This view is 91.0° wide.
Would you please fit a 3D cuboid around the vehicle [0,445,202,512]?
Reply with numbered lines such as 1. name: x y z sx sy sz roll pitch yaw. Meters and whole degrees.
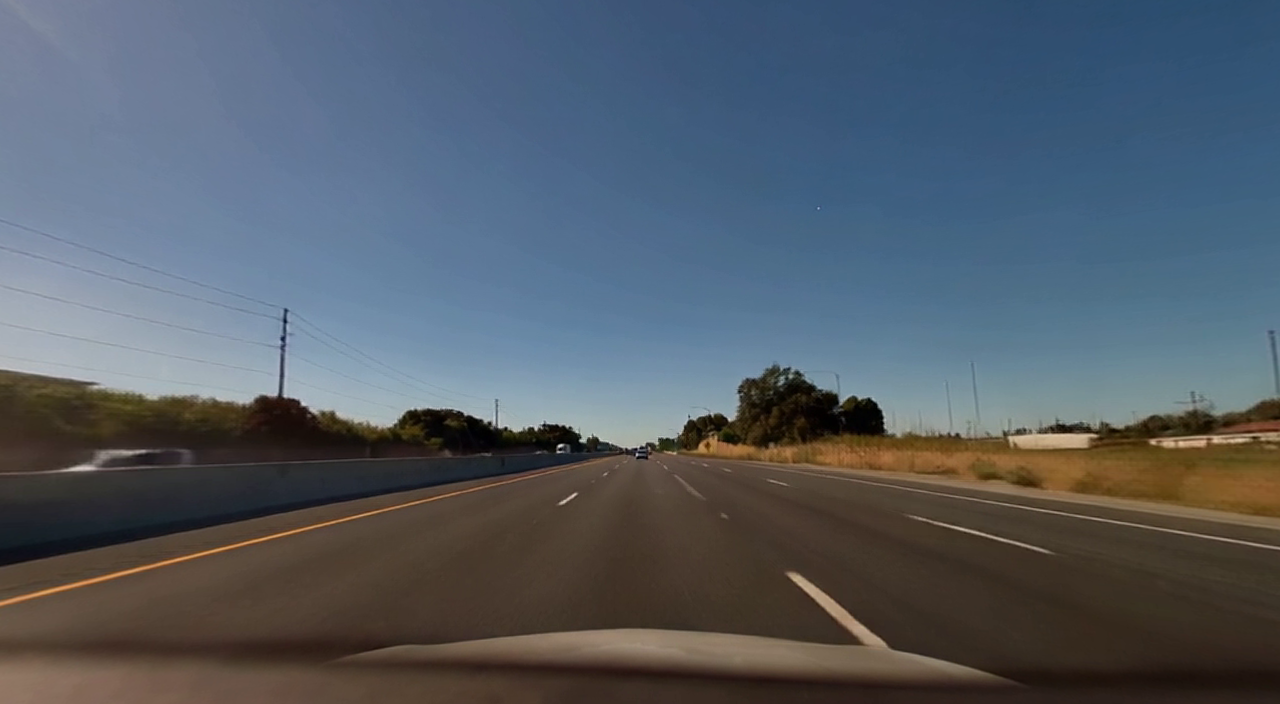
1. vehicle: -17.557 3.977 20.539 2.230 1.847 5.795 0 -9 1
